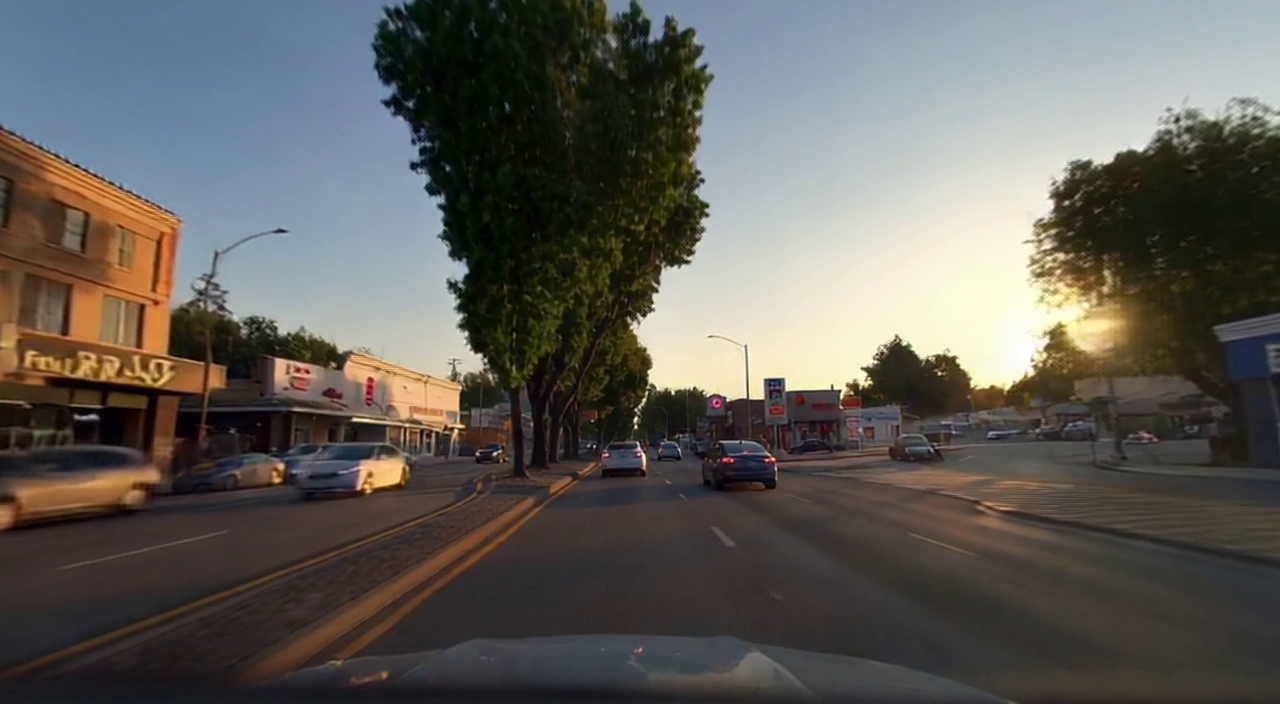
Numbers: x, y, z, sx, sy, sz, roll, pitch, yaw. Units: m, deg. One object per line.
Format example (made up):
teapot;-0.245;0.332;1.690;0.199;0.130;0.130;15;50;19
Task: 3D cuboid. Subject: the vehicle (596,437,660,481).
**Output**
vehicle;-0.463;4.071;24.351;2.232;1.508;4.319;0;-8;-1

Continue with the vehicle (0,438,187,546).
vehicle;-11.113;2.491;11.900;1.997;1.677;4.327;0;-8;-1

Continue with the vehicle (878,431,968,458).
vehicle;18.981;6.223;42.573;4.948;1.733;2.296;0;-8;-2

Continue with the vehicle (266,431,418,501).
vehicle;-8.323;3.211;18.246;2.273;1.748;4.379;0;-8;-1

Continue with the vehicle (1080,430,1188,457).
vehicle;27.823;5.171;35.714;4.478;1.450;1.968;0;-8;-3

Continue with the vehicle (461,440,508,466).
vehicle;-11.365;7.407;46.591;2.233;1.799;4.700;0;-8;0

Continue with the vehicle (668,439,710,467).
vehicle;2.825;5.944;37.313;2.098;1.527;3.966;0;-8;-2

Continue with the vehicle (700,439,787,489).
vehicle;3.298;3.647;21.025;2.060;1.471;4.168;0;-8;-2
